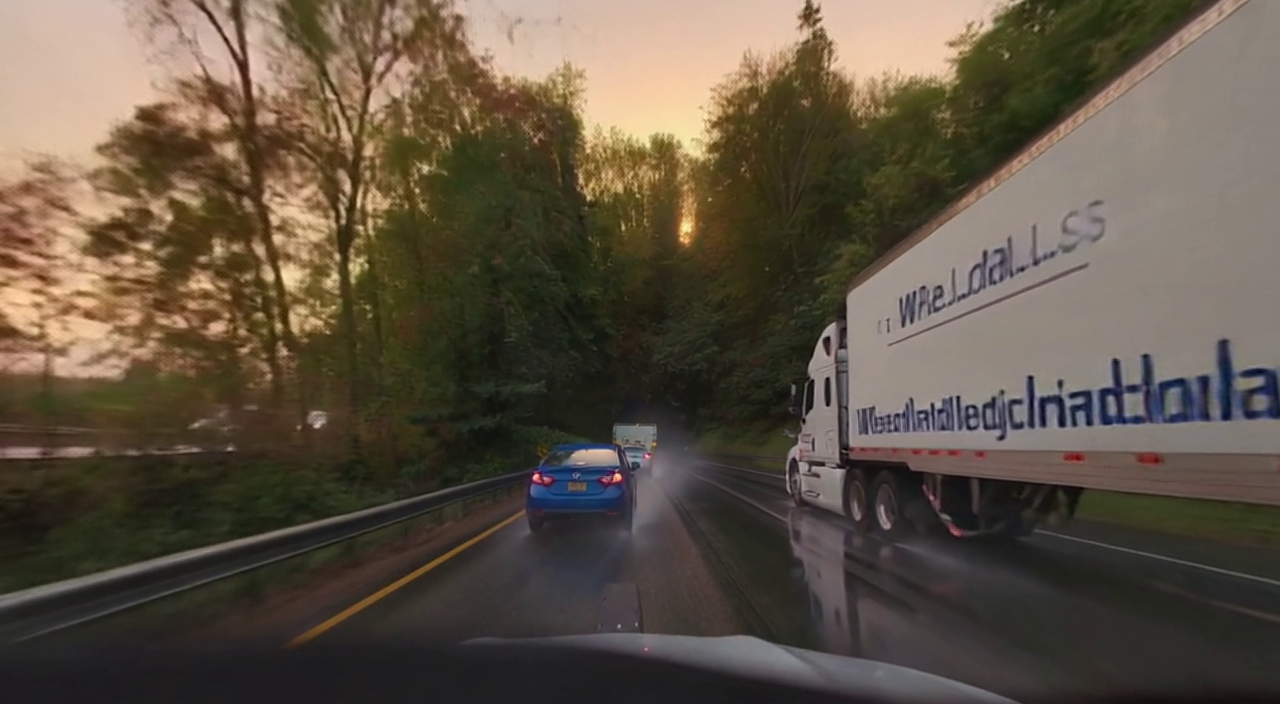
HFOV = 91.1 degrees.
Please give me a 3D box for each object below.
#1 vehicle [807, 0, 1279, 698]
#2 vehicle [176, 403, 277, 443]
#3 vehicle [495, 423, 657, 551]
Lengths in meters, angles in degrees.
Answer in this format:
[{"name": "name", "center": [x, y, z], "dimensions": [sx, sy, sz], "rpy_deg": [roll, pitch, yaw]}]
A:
[{"name": "vehicle", "center": [4.891, 0.181, 5.691], "dimensions": [2.825, 4.043, 14.051], "rpy_deg": [0, -9, 0]}, {"name": "vehicle", "center": [-22.277, 3.947, 34.179], "dimensions": [2.075, 1.926, 5.266], "rpy_deg": [0, -9, -3]}, {"name": "vehicle", "center": [-0.769, 1.995, 9.862], "dimensions": [2.038, 1.582, 3.729], "rpy_deg": [-1, -9, 1]}]
